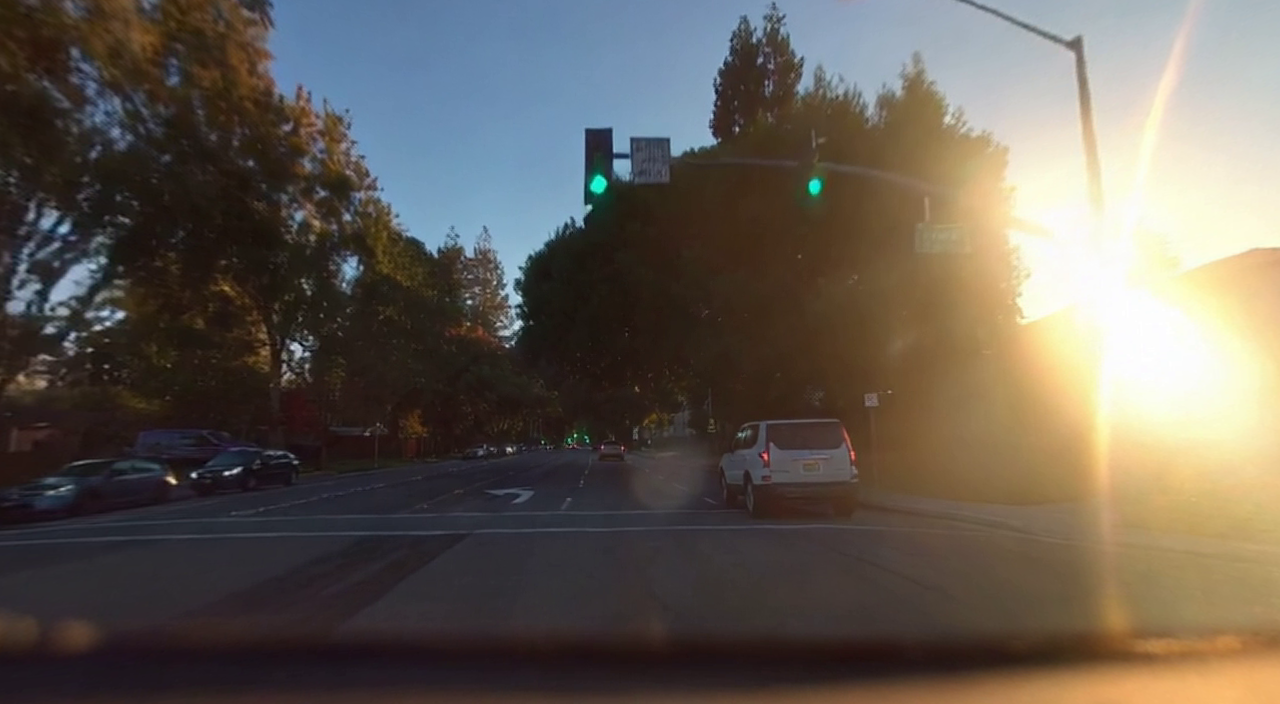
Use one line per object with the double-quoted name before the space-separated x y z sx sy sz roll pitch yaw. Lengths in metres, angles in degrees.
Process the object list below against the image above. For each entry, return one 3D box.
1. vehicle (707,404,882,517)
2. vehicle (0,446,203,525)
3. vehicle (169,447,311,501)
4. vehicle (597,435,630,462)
"vehicle" 3.146 2.373 14.457 2.338 2.063 5.592 1 -8 -3
"vehicle" -13.141 3.091 15.109 1.955 1.509 4.640 -3 -8 1
"vehicle" -13.050 3.960 20.979 1.965 1.416 4.613 -3 -8 -3
"vehicle" -1.859 6.594 43.379 2.138 1.729 4.178 1 -8 -4
